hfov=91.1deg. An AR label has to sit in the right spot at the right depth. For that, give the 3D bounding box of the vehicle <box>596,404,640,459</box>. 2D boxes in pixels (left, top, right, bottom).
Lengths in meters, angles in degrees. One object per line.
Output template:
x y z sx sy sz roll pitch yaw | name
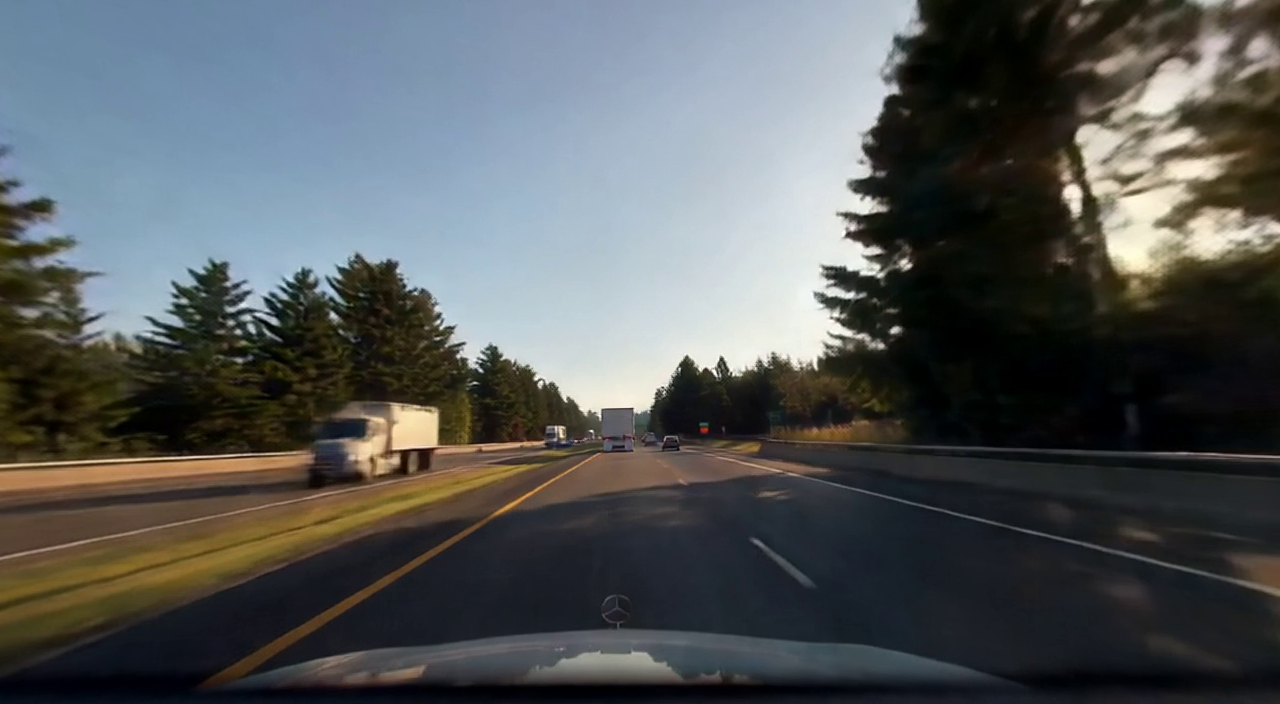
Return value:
-1.391 4.980 39.203 2.450 3.098 6.965 0 -8 -2 | vehicle

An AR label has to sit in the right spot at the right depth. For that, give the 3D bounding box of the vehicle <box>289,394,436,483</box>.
-9.819 3.152 23.106 2.568 2.809 6.308 0 -8 -1 | vehicle
